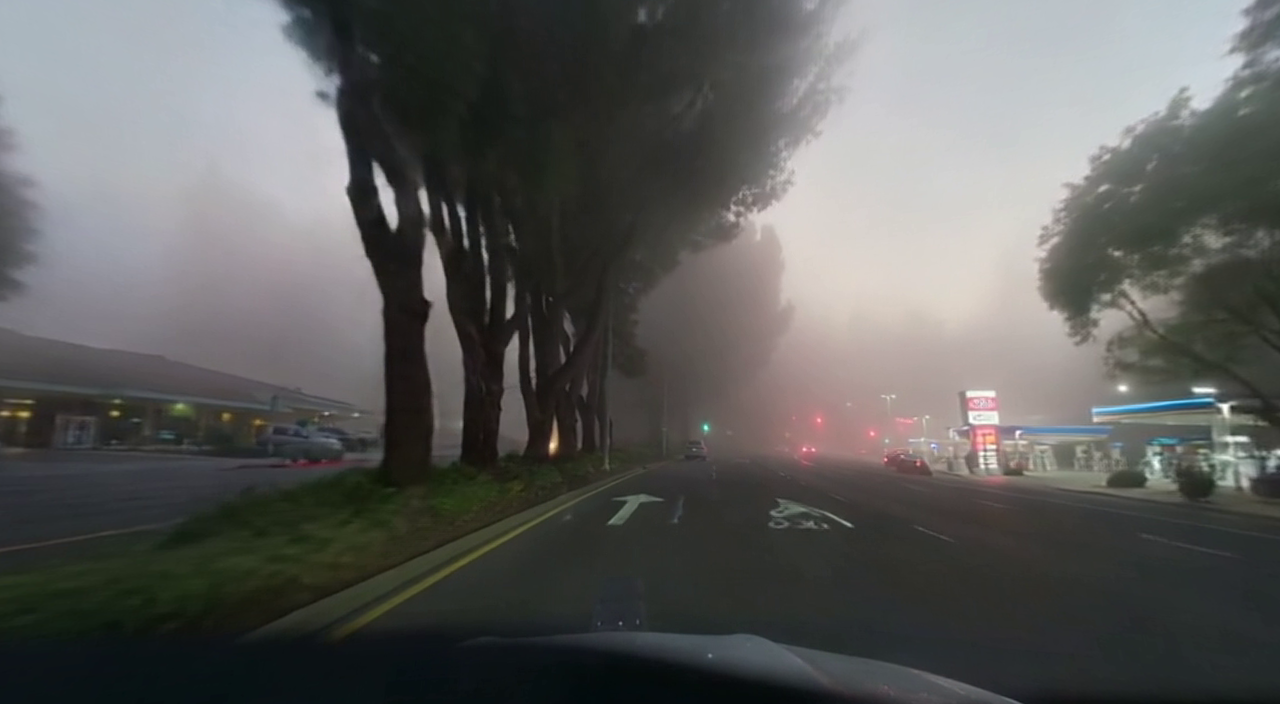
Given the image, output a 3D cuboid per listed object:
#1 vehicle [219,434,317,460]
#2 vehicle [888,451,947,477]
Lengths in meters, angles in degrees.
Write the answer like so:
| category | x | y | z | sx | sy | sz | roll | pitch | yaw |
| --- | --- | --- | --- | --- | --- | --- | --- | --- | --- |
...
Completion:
| category | x | y | z | sx | sy | sz | roll | pitch | yaw |
| --- | --- | --- | --- | --- | --- | --- | --- | --- | --- |
| vehicle | -20.711 | 5.296 | 35.270 | 4.343 | 1.379 | 1.851 | -1 | -9 | 6 |
| vehicle | 17.225 | 6.963 | 39.424 | 2.099 | 1.464 | 4.615 | -1 | -9 | 8 |
